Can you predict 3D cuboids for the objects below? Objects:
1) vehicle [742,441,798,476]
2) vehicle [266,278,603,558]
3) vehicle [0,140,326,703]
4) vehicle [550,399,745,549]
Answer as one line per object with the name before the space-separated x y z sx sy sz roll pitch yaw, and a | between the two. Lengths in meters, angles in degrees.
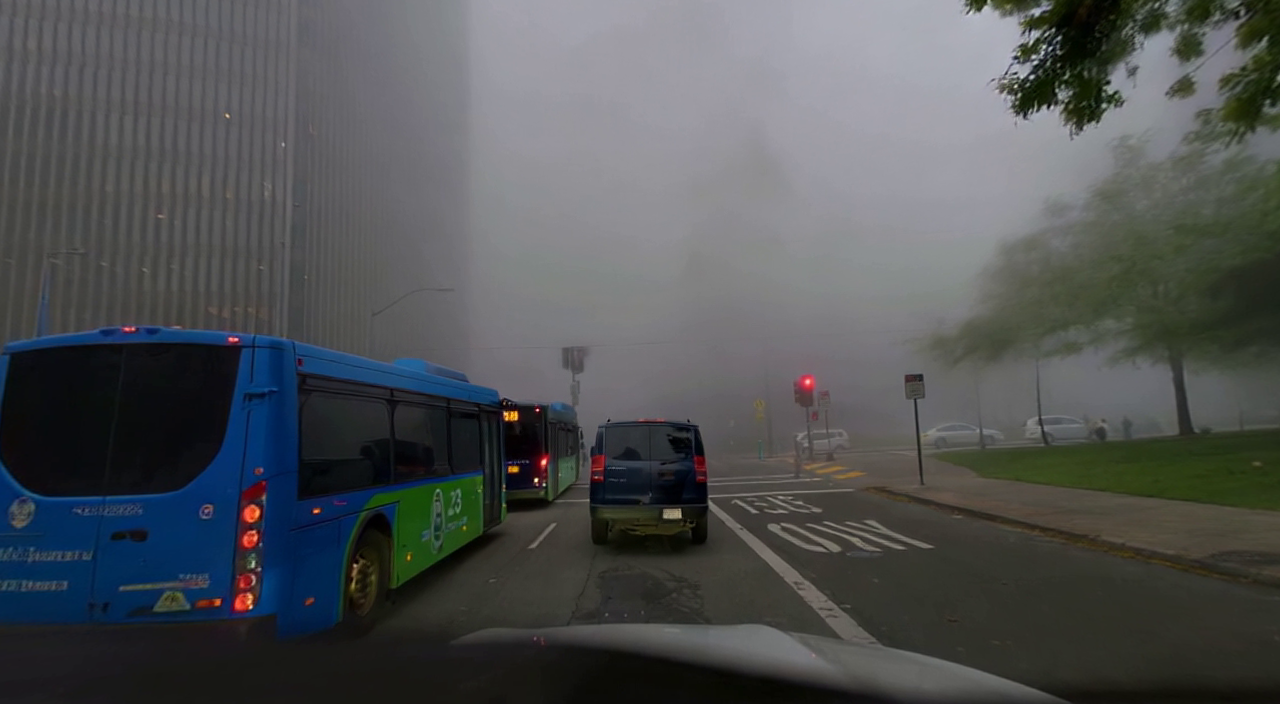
vehicle | 6.177 5.100 30.456 1.919 1.529 4.059 0 -9 1
vehicle | -2.887 1.789 14.562 3.042 3.445 13.615 0 -9 1
vehicle | -2.755 0.332 0.234 2.329 2.089 5.659 0 -9 0
vehicle | 0.125 1.901 10.344 2.500 1.912 4.270 0 -9 1
